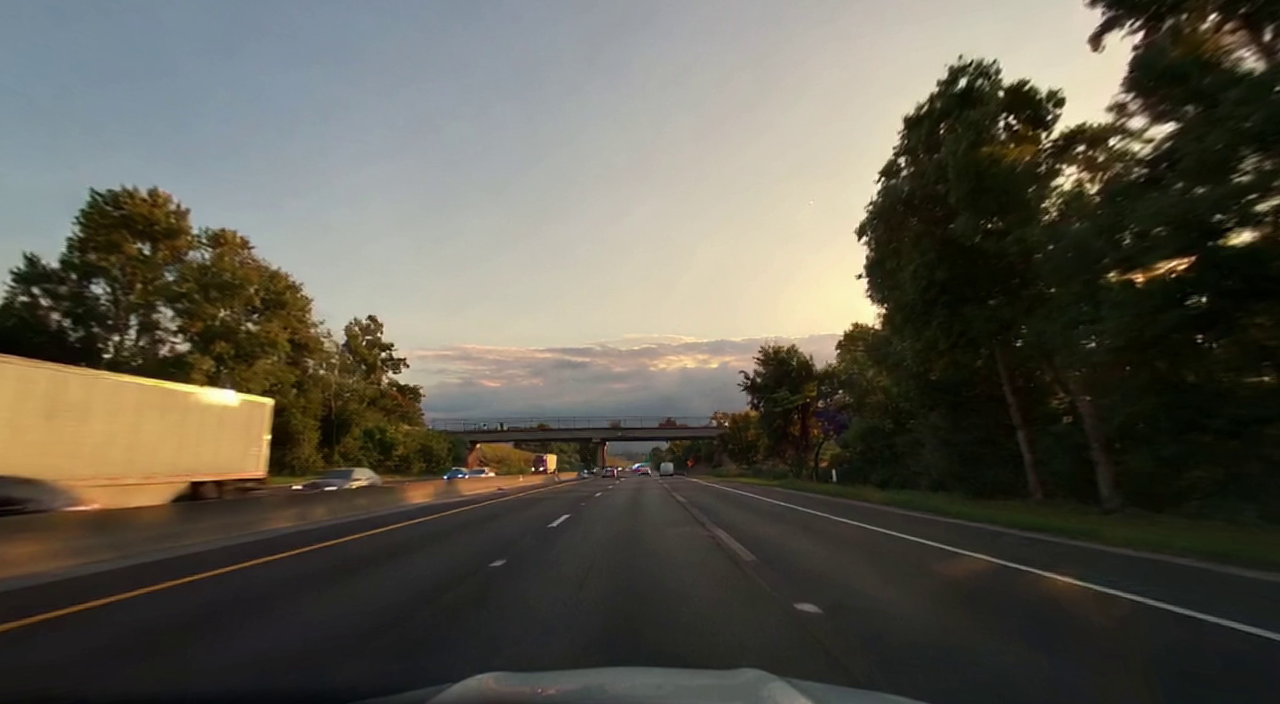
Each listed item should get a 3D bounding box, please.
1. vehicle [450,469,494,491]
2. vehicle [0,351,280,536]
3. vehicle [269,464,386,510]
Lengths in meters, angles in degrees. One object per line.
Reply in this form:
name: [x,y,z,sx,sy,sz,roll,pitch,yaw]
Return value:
vehicle: [-11.882,9.098,44.873,1.872,1.435,4.267,1,-11,1]
vehicle: [-15.879,2.714,17.805,2.910,4.087,14.268,1,-10,0]
vehicle: [-11.423,4.969,23.462,1.967,1.477,4.585,1,-10,0]
